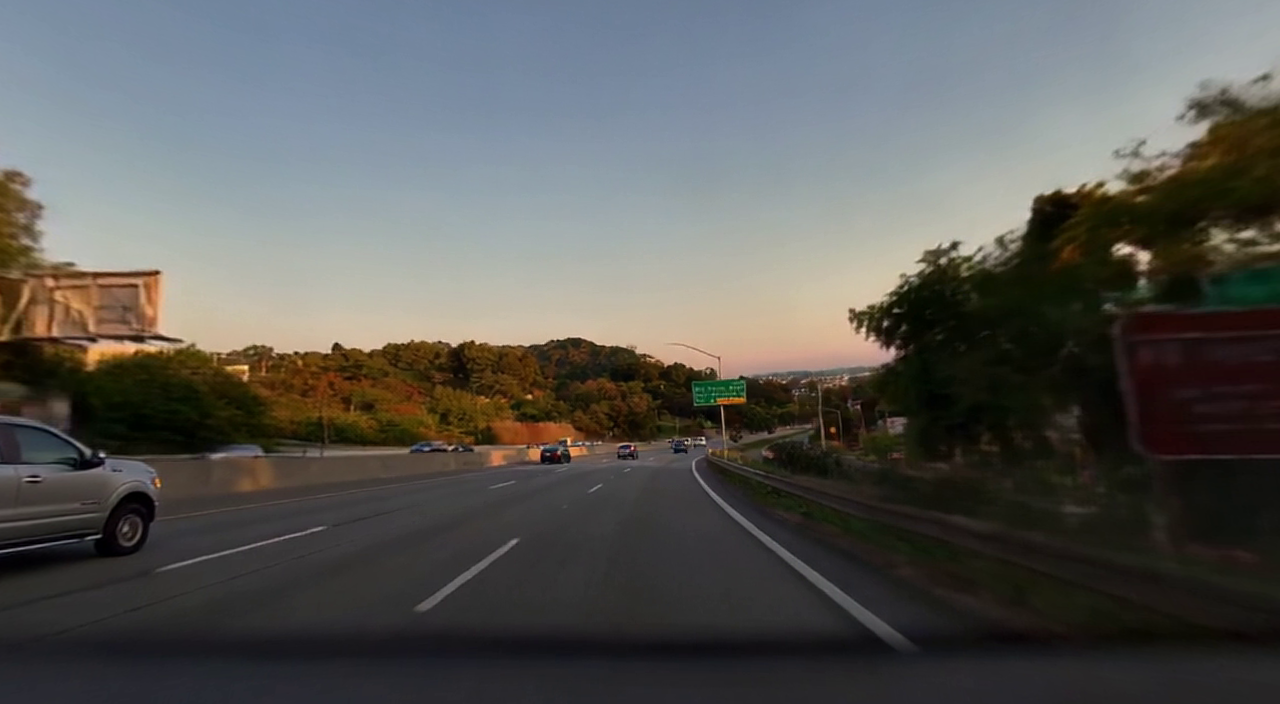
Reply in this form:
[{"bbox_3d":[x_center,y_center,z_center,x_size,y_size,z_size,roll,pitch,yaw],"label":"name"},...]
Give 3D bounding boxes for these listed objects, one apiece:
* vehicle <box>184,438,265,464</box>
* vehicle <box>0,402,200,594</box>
[{"bbox_3d":[-29.026,6.933,44.246,1.974,1.668,4.911,-1,-8,6],"label":"vehicle"},{"bbox_3d":[-6.459,1.243,5.350,1.923,1.630,4.857,0,-8,0],"label":"vehicle"}]
